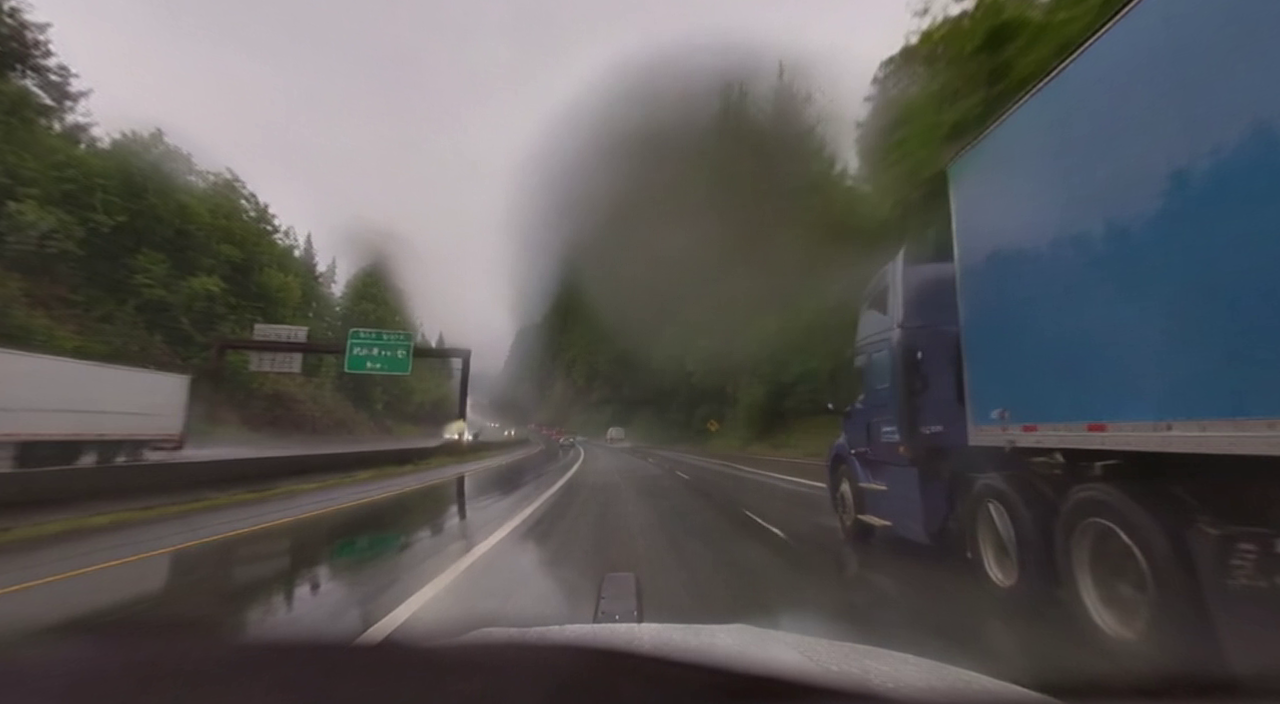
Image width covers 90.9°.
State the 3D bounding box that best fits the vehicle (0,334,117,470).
[{"bbox_3d":[-18.907,0.908,13.776,3.281,3.632,14.072,0,-8,-2],"label":"vehicle"}]

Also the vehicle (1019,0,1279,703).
[{"bbox_3d":[4.004,-0.392,1.025,2.964,3.950,5.853,0,-8,0],"label":"vehicle"}]
